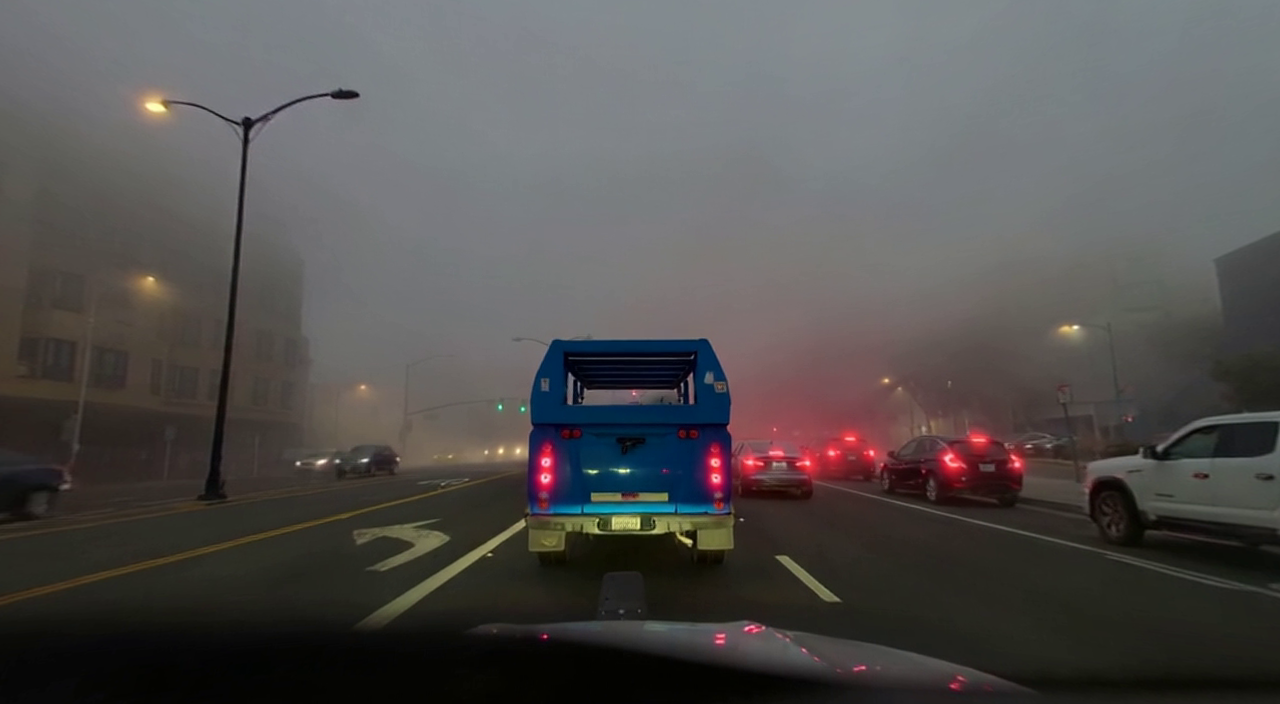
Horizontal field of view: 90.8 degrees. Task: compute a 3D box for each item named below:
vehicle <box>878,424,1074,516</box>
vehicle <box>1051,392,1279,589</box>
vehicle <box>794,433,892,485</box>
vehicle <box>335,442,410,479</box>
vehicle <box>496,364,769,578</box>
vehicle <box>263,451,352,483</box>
[{"bbox_3d":[7.066,2.517,13.941,1.931,1.692,4.267,0,-9,0],"label":"vehicle"},{"bbox_3d":[6.827,1.380,6.559,2.023,1.771,4.488,0,-9,-1],"label":"vehicle"},{"bbox_3d":[7.071,3.779,22.572,1.953,1.665,4.327,0,-9,-2],"label":"vehicle"},{"bbox_3d":[-12.060,4.907,28.742,1.781,1.558,3.688,0,-9,-1],"label":"vehicle"},{"bbox_3d":[-0.115,1.591,9.188,2.682,2.117,5.706,0,-9,-1],"label":"vehicle"},{"bbox_3d":[-15.613,5.381,29.929,1.854,1.364,4.357,0,-9,0],"label":"vehicle"}]
